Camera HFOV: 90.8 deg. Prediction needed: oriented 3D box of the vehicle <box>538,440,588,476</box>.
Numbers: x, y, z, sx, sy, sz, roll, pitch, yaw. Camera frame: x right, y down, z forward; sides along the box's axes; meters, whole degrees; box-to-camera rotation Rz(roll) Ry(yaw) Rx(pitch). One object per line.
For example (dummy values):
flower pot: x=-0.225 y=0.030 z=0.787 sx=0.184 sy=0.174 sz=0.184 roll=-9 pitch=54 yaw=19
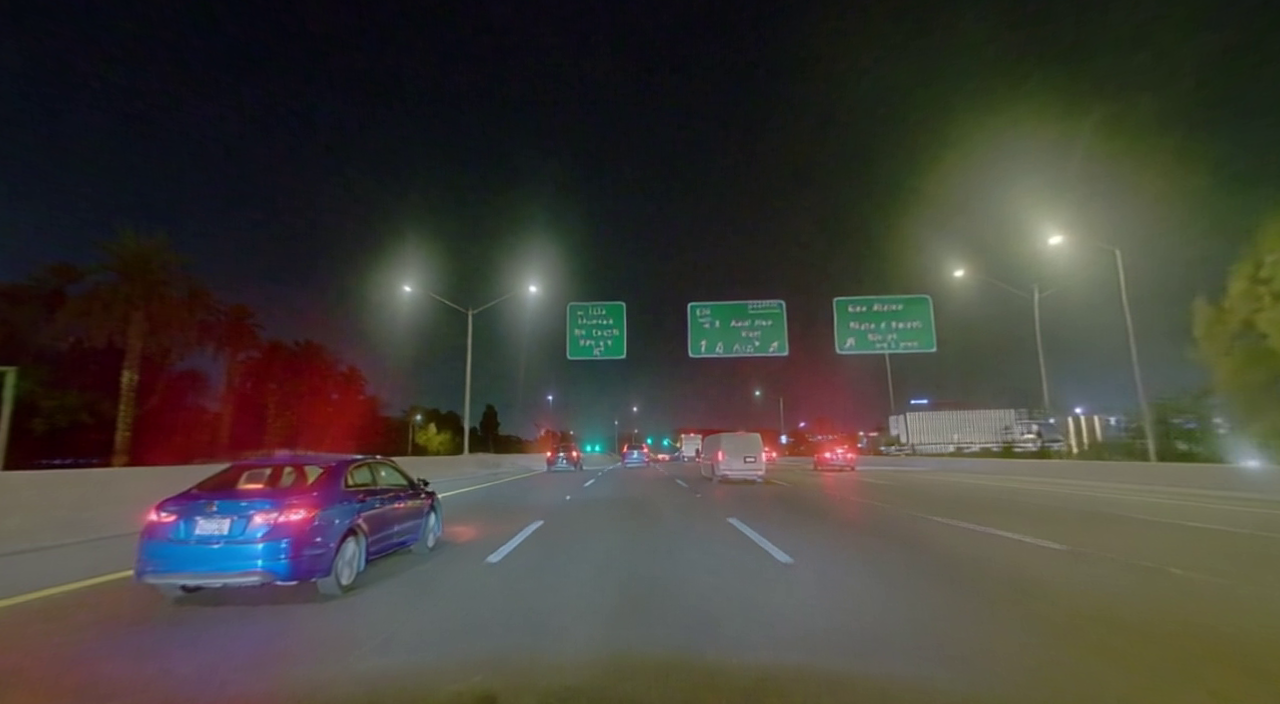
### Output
vehicle: x=-4.082 y=5.688 z=34.225 sx=2.109 sy=1.793 sz=4.613 roll=0 pitch=-9 yaw=0

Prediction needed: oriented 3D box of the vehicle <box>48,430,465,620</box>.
vehicle: x=-3.630 y=1.698 z=7.210 sx=1.991 sy=1.469 sz=4.381 roll=0 pitch=-9 yaw=0

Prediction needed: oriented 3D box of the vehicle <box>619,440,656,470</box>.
vehicle: x=-0.195 y=6.558 z=40.347 sx=2.212 sy=1.786 sz=4.198 roll=0 pitch=-9 yaw=-1

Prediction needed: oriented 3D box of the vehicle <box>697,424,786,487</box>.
vehicle: x=3.637 y=3.877 z=23.869 sx=2.250 sy=2.074 sz=5.723 roll=0 pitch=-9 yaw=-2
